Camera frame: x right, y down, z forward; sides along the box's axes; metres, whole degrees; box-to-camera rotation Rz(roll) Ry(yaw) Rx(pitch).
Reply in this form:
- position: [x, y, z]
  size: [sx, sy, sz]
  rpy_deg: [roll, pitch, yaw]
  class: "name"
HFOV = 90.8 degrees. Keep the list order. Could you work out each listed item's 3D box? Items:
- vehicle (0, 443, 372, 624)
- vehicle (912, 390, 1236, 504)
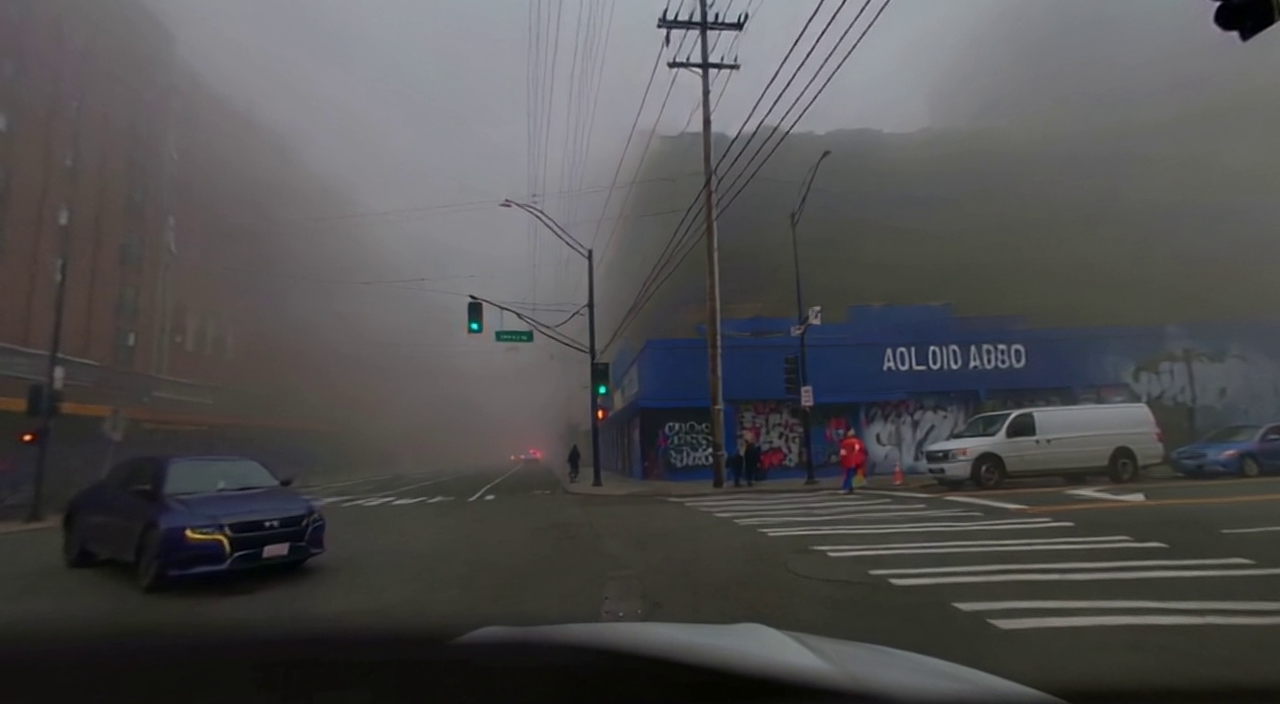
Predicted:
- position: [-5.436, 1.805, 7.309]
  size: [4.439, 1.457, 2.097]
  rpy_deg: [-6, -10, 33]
  class: "vehicle"
- position: [8.503, 1.884, 12.686]
  size: [4.970, 1.972, 2.372]
  rpy_deg: [1, -9, -11]
  class: "vehicle"
